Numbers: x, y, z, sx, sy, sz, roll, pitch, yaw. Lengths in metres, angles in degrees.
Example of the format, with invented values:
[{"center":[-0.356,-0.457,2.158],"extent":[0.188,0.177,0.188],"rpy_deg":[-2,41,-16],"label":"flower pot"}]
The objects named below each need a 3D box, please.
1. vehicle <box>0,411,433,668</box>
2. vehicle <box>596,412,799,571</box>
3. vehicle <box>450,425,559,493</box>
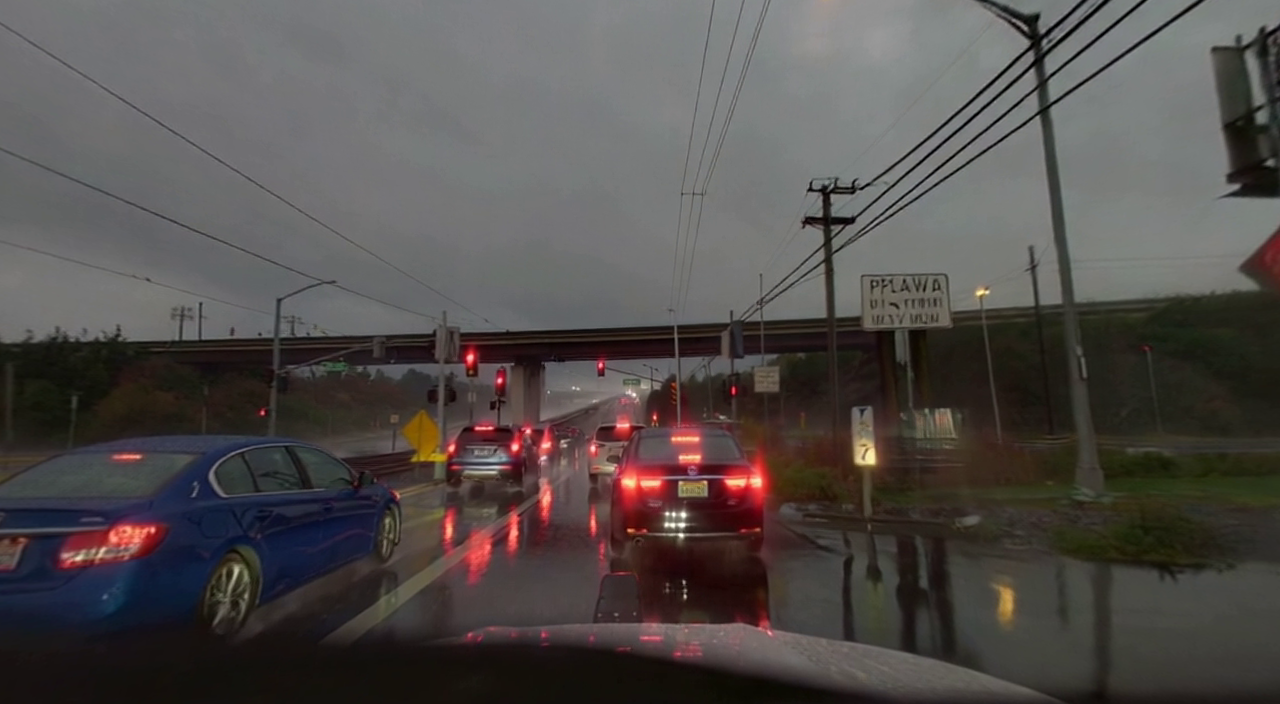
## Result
[{"center":[-3.685,1.425,5.998],"extent":[1.956,1.468,4.585],"rpy_deg":[0,-8,-1],"label":"vehicle"},{"center":[0.439,1.656,8.217],"extent":[1.998,1.529,3.960],"rpy_deg":[1,-8,-4],"label":"vehicle"},{"center":[-3.304,2.706,16.221],"extent":[1.984,1.505,4.047],"rpy_deg":[0,-8,-1],"label":"vehicle"}]
